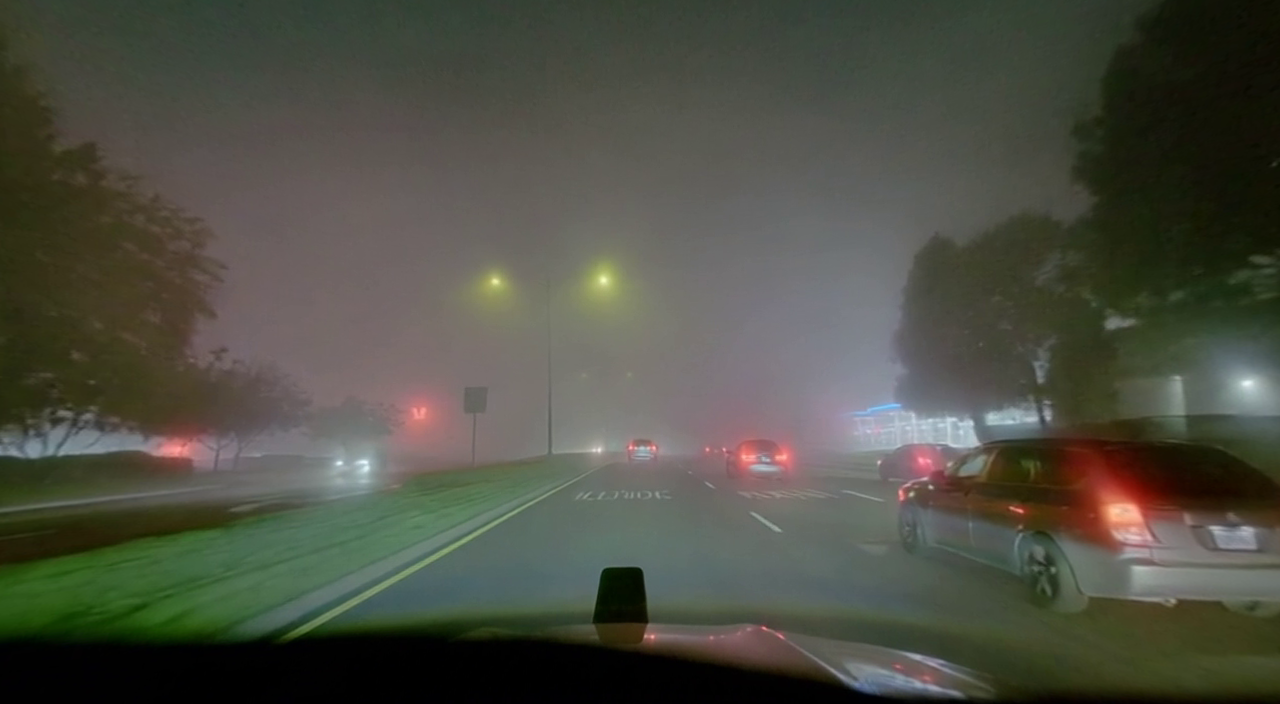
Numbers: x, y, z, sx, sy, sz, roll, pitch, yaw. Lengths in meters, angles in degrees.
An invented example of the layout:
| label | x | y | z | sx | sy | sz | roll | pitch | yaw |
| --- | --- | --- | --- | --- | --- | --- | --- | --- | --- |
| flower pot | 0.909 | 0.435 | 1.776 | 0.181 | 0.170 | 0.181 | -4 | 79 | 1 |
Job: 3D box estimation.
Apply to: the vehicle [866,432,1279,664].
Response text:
| label | x | y | z | sx | sy | sz | roll | pitch | yaw |
| --- | --- | --- | --- | --- | --- | --- | --- | --- | --- |
| vehicle | 4.045 | 1.544 | 6.203 | 1.944 | 1.404 | 4.597 | 0 | -8 | 0 |

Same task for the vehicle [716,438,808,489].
| label | x | y | z | sx | sy | sz | roll | pitch | yaw |
| --- | --- | --- | --- | --- | --- | --- | --- | --- | --- |
| vehicle | 3.956 | 3.690 | 21.220 | 2.119 | 1.509 | 4.756 | 0 | -8 | 0 |

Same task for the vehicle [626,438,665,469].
| label | x | y | z | sx | sy | sz | roll | pitch | yaw |
| --- | --- | --- | --- | --- | --- | --- | --- | --- | --- |
| vehicle | 0.336 | 6.032 | 37.437 | 2.172 | 1.694 | 4.055 | 0 | -8 | 1 |

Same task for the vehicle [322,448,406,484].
| label | x | y | z | sx | sy | sz | roll | pitch | yaw |
| --- | --- | --- | --- | --- | --- | --- | --- | --- | --- |
| vehicle | -13.150 | 5.418 | 30.226 | 1.937 | 1.501 | 4.520 | -1 | -8 | 1 |
